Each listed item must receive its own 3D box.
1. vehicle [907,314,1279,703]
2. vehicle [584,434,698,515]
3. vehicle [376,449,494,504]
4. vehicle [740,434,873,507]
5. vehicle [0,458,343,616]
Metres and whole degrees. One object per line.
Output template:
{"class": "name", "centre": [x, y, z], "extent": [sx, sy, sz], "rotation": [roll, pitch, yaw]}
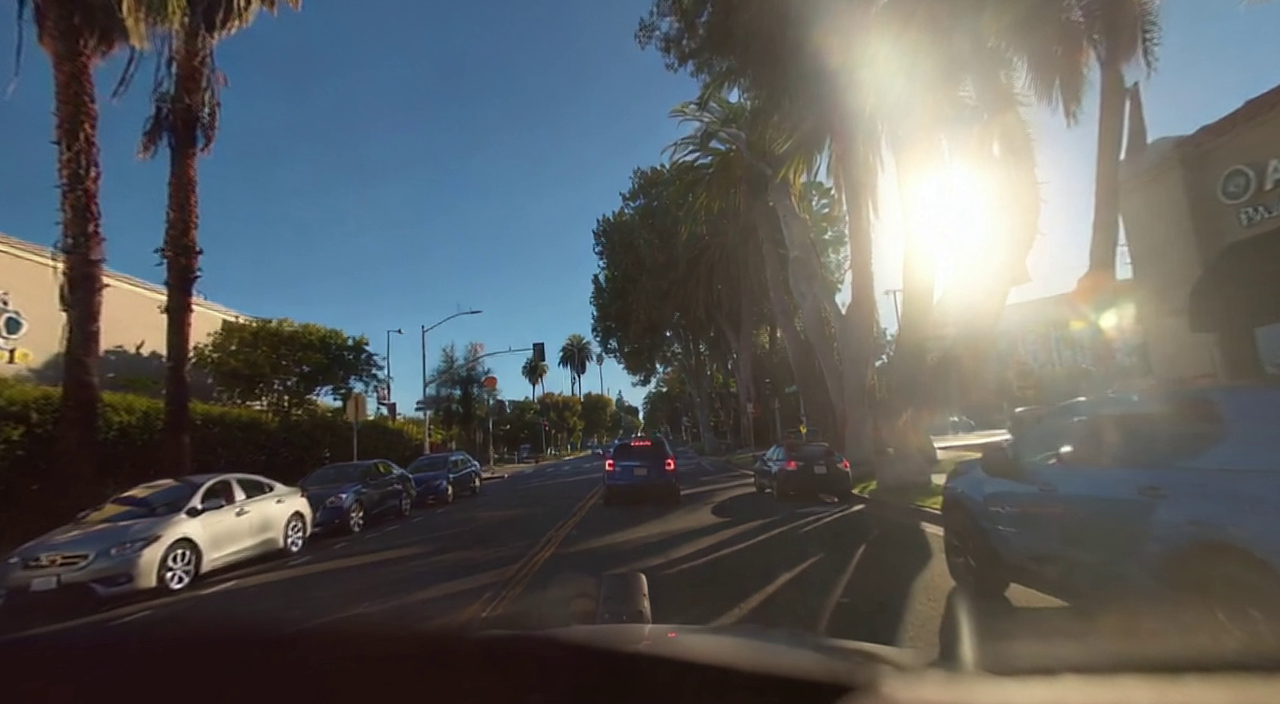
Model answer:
{"class": "vehicle", "centre": [3.632, 0.895, 3.525], "extent": [2.099, 1.786, 5.198], "rotation": [0, -8, 1]}
{"class": "vehicle", "centre": [-0.006, 2.511, 13.520], "extent": [2.060, 1.452, 4.078], "rotation": [0, -8, -1]}
{"class": "vehicle", "centre": [-6.344, 3.887, 20.174], "extent": [2.105, 1.469, 4.693], "rotation": [0, -8, 1]}
{"class": "vehicle", "centre": [3.607, 2.635, 14.584], "extent": [1.821, 1.417, 4.454], "rotation": [0, -8, 0]}
{"class": "vehicle", "centre": [-6.141, 2.270, 8.726], "extent": [1.850, 1.482, 4.454], "rotation": [0, -8, 1]}
